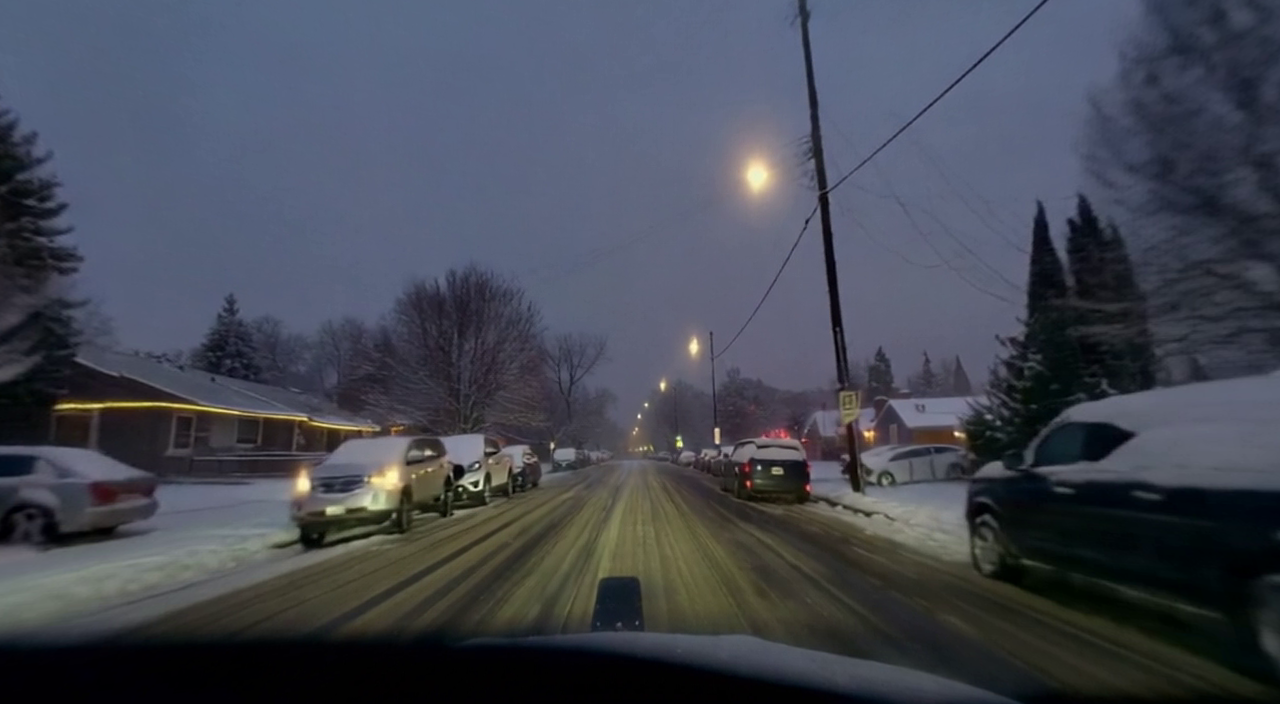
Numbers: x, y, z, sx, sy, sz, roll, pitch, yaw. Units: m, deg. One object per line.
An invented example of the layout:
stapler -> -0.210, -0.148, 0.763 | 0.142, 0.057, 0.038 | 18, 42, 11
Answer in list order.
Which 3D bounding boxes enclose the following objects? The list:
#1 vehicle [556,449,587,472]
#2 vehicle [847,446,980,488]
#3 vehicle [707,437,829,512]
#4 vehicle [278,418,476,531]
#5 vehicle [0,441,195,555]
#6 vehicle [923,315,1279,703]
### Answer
vehicle -> -5.009, 8.019, 46.701 | 1.983, 1.579, 3.879 | 1, -9, -2
vehicle -> 10.485, 4.411, 24.442 | 4.244, 1.479, 1.969 | 1, -9, -3
vehicle -> 3.669, 3.636, 19.519 | 2.415, 1.963, 5.688 | 0, -8, -2
vehicle -> -4.881, 2.389, 12.594 | 2.035, 1.822, 4.348 | 1, -10, 0
vehicle -> -9.616, 2.119, 9.539 | 4.370, 1.509, 1.879 | 0, -9, 2
vehicle -> 5.008, 1.204, 5.464 | 2.384, 2.317, 5.579 | 0, -9, -1
